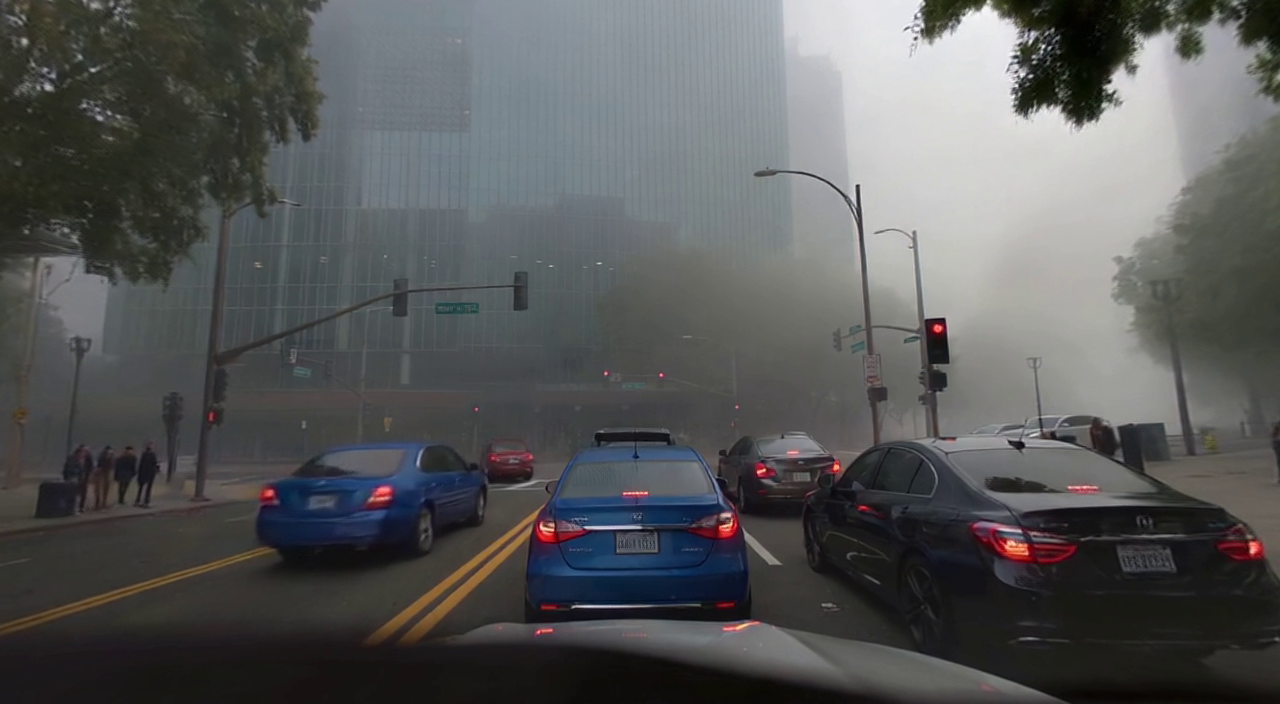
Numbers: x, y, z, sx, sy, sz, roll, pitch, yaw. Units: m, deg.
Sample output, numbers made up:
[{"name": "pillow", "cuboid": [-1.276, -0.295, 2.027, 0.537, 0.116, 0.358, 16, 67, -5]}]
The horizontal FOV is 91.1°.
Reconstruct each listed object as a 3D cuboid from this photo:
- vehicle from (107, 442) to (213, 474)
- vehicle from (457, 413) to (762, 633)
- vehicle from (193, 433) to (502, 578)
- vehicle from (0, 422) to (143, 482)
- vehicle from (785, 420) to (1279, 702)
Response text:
[{"name": "vehicle", "cuboid": [-33.748, 7.445, 44.284, 5.598, 2.130, 2.121, 0, -8, -2]}, {"name": "vehicle", "cuboid": [-0.274, 1.465, 6.389, 2.072, 1.476, 4.078, 0, -8, -2]}, {"name": "vehicle", "cuboid": [-3.441, 1.867, 8.597, 1.957, 1.427, 4.531, 0, -8, 1]}, {"name": "vehicle", "cuboid": [-30.101, 5.115, 32.314, 6.756, 2.955, 2.367, 0, -8, -1]}, {"name": "vehicle", "cuboid": [2.749, 1.406, 5.444, 1.952, 1.464, 4.165, 0, -8, -1]}]
